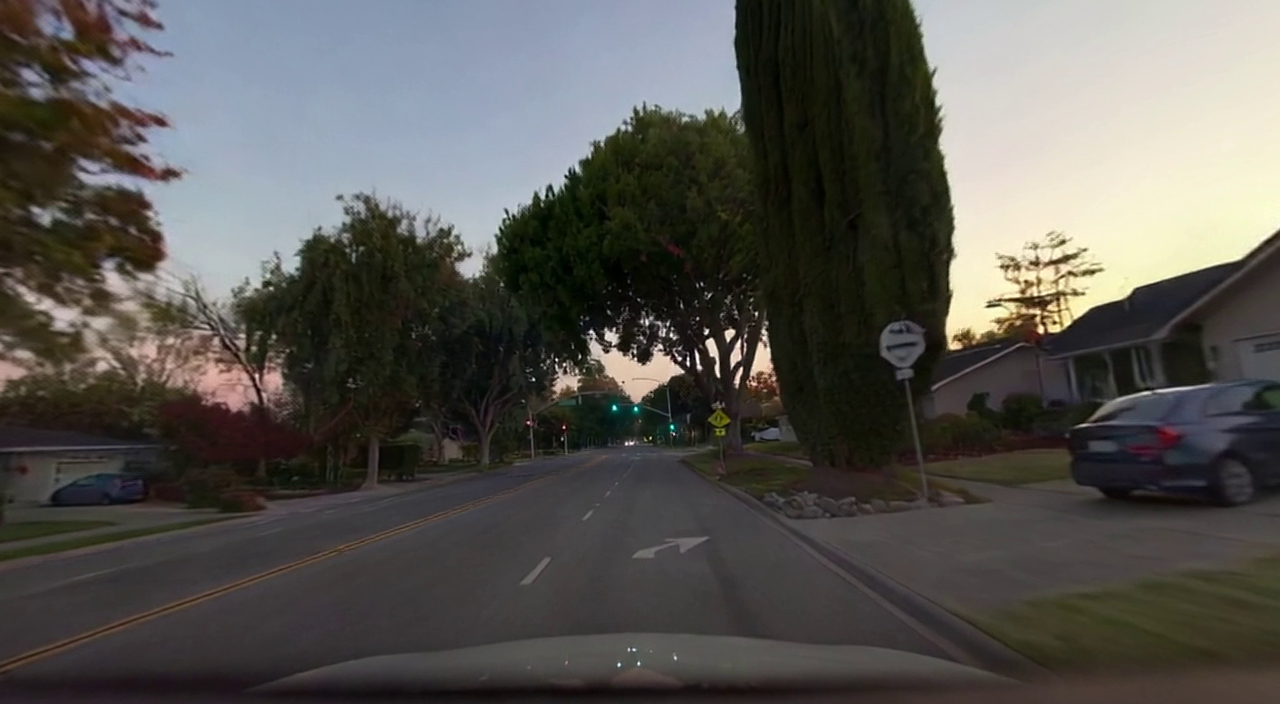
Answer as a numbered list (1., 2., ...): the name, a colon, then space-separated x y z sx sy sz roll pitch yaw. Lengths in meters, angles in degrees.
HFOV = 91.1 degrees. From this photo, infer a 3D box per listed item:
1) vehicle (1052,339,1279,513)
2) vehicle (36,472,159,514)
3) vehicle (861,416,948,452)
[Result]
1. vehicle: 8.179 1.003 8.291 4.636 1.823 1.997 3 -9 -18
2. vehicle: -22.517 5.847 26.276 1.847 1.461 3.659 0 -8 0
3. vehicle: 14.608 4.560 34.795 3.917 1.454 1.725 -7 -8 0
